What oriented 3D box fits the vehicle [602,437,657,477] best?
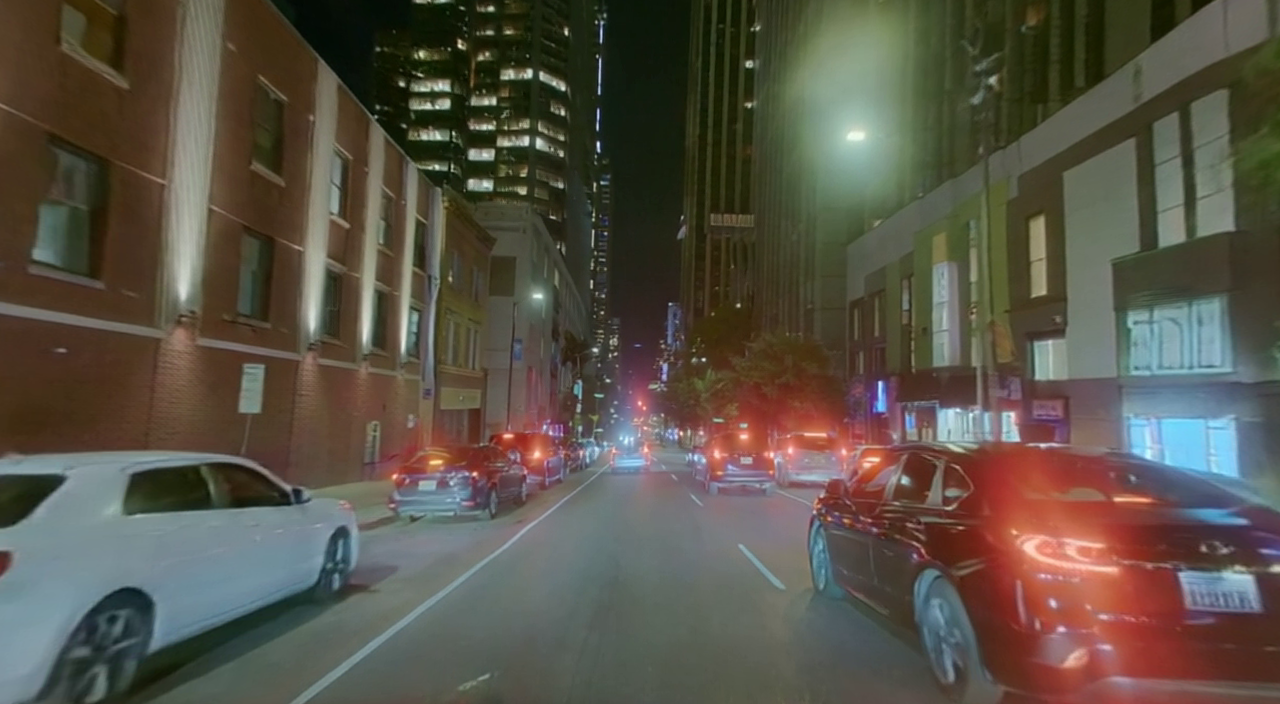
[{"bbox_3d":[-0.374,4.157,25.180,2.007,1.460,3.923,0,-8,0],"label":"vehicle"}]

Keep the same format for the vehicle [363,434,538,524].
[{"bbox_3d":[-3.536,2.460,12.839,1.972,1.471,4.795,0,-8,2],"label":"vehicle"}]

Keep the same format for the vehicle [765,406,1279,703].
[{"bbox_3d":[2.449,1.280,4.557,2.080,1.495,4.591,0,-8,-1],"label":"vehicle"}]

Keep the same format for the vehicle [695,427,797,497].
[{"bbox_3d":[2.822,3.051,17.842,2.002,1.707,4.547,0,-8,-1],"label":"vehicle"}]

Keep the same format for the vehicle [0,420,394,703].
[{"bbox_3d":[-3.618,1.275,4.310,1.954,1.462,4.407,0,-8,2],"label":"vehicle"}]

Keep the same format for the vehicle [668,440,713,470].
[{"bbox_3d":[2.622,5.436,33.494,1.966,1.475,4.528,0,-8,-1],"label":"vehicle"}]
